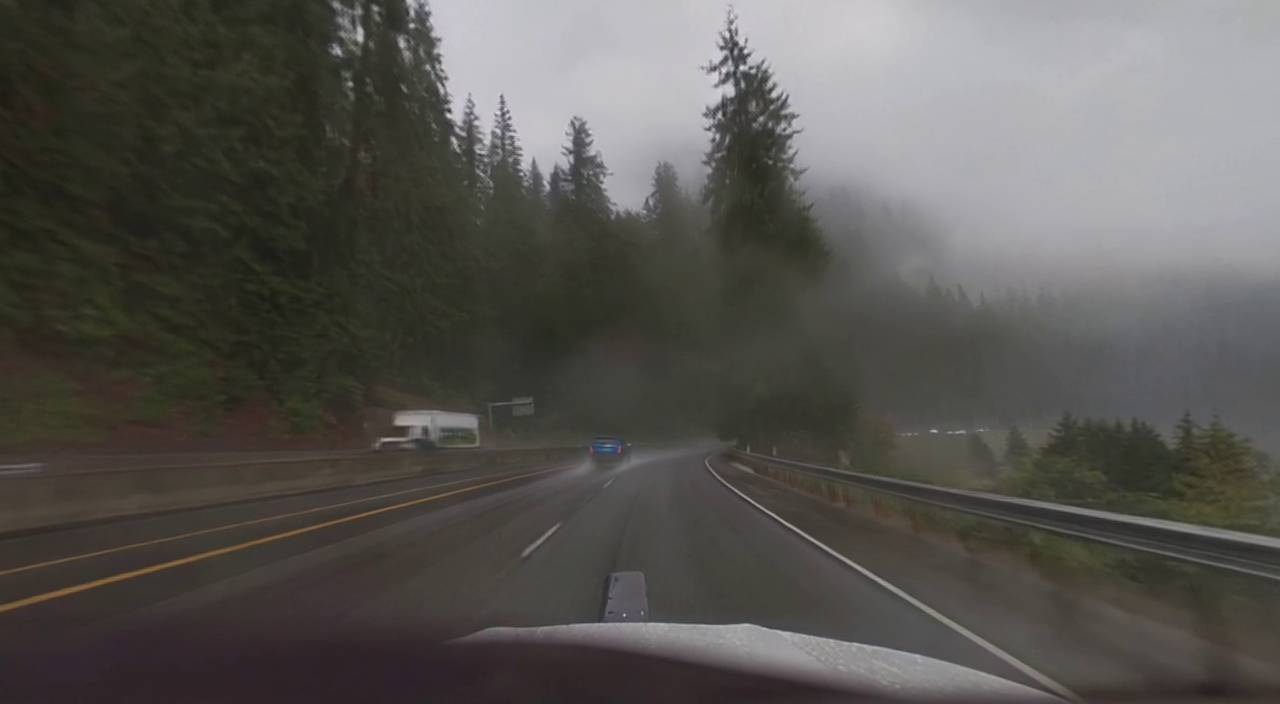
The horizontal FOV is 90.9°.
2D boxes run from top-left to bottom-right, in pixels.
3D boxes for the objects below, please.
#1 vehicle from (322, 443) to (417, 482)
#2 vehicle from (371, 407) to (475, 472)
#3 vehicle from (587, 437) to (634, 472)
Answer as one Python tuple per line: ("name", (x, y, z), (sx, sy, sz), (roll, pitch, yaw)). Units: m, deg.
("vehicle", (-12.705, 5.202, 30.032), (2.182, 1.669, 4.609), (-1, -8, 5))
("vehicle", (-15.577, 6.471, 46.476), (3.236, 4.237, 10.335), (-1, -8, 4))
("vehicle", (-1.552, 5.606, 34.756), (2.005, 1.752, 4.479), (-1, -8, 5))
